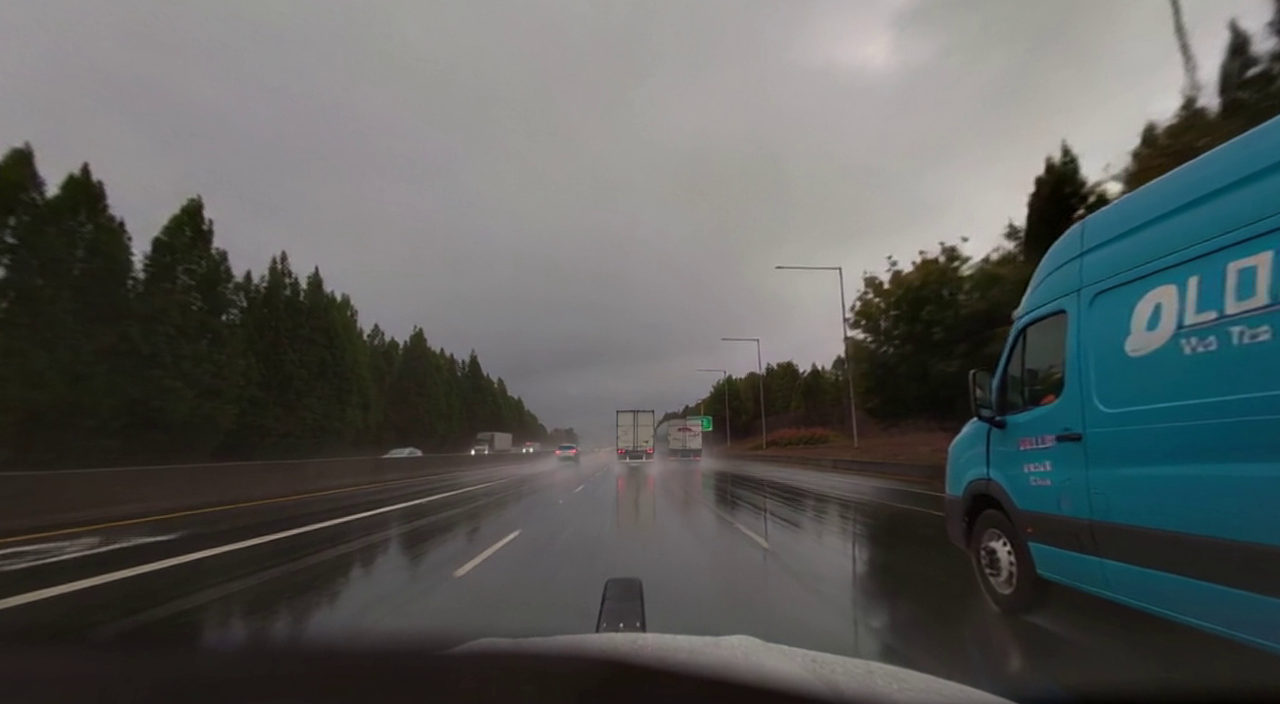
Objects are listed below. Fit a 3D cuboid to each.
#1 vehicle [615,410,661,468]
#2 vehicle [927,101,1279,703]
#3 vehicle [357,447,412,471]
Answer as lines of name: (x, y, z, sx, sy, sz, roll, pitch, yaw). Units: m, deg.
vehicle: (-0.174, 6.918, 49.722, 3.201, 4.019, 10.918, 0, -9, 0)
vehicle: (3.718, 0.327, 2.303, 2.338, 2.690, 6.025, 0, -9, -1)
vehicle: (-17.433, 7.317, 43.330, 1.951, 1.480, 4.302, 0, -9, 0)
